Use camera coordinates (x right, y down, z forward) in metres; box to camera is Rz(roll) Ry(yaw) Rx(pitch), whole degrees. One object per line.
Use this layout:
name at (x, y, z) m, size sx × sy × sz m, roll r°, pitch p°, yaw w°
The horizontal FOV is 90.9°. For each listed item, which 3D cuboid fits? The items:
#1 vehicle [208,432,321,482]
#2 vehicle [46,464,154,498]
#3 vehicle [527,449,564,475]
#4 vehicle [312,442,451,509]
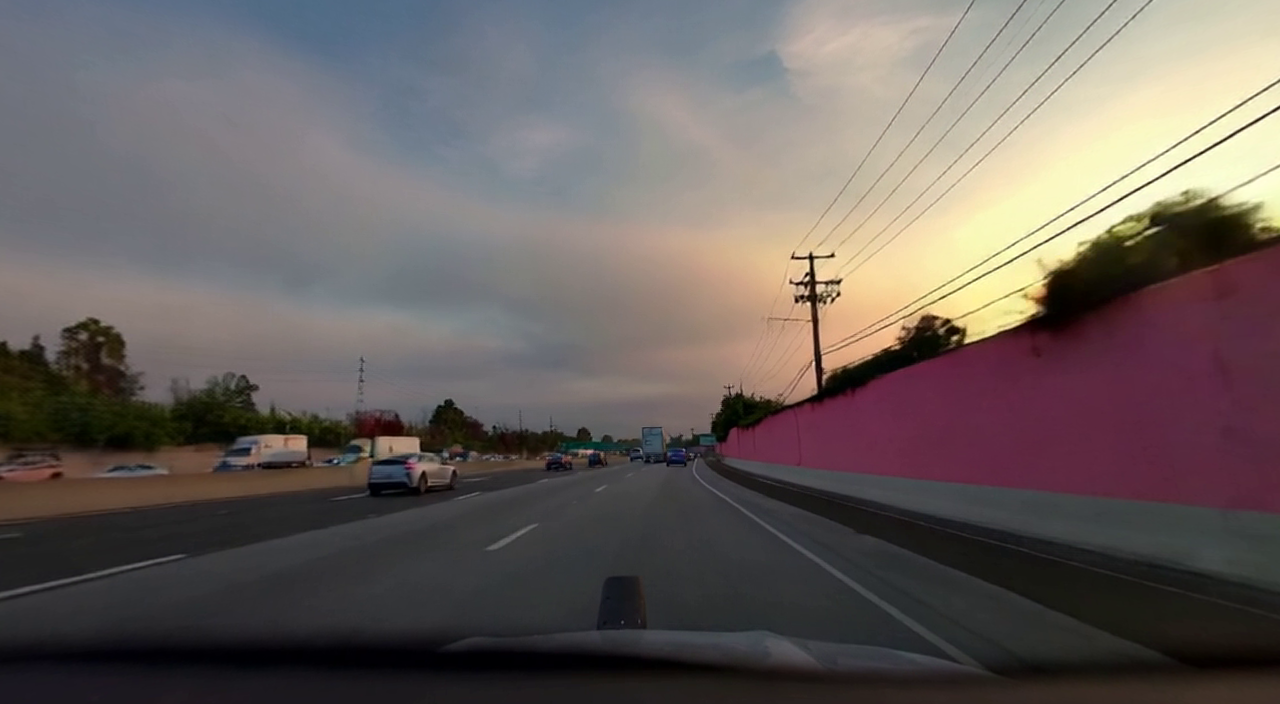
vehicle at (-25.722, 7.249, 43.710) m, size 2.532 × 3.078 × 7.751 m, roll -1°, pitch -9°, yaw 5°
vehicle at (-26.822, 6.386, 31.461) m, size 1.758 × 1.424 × 3.929 m, roll -1°, pitch -9°, yaw 3°
vehicle at (-5.779, 6.793, 38.988) m, size 1.708 × 1.489 × 2.840 m, roll -1°, pitch -9°, yaw 3°
vehicle at (-6.706, 3.229, 16.860) m, size 1.966 × 1.565 × 3.766 m, roll -1°, pitch -9°, yaw 3°
